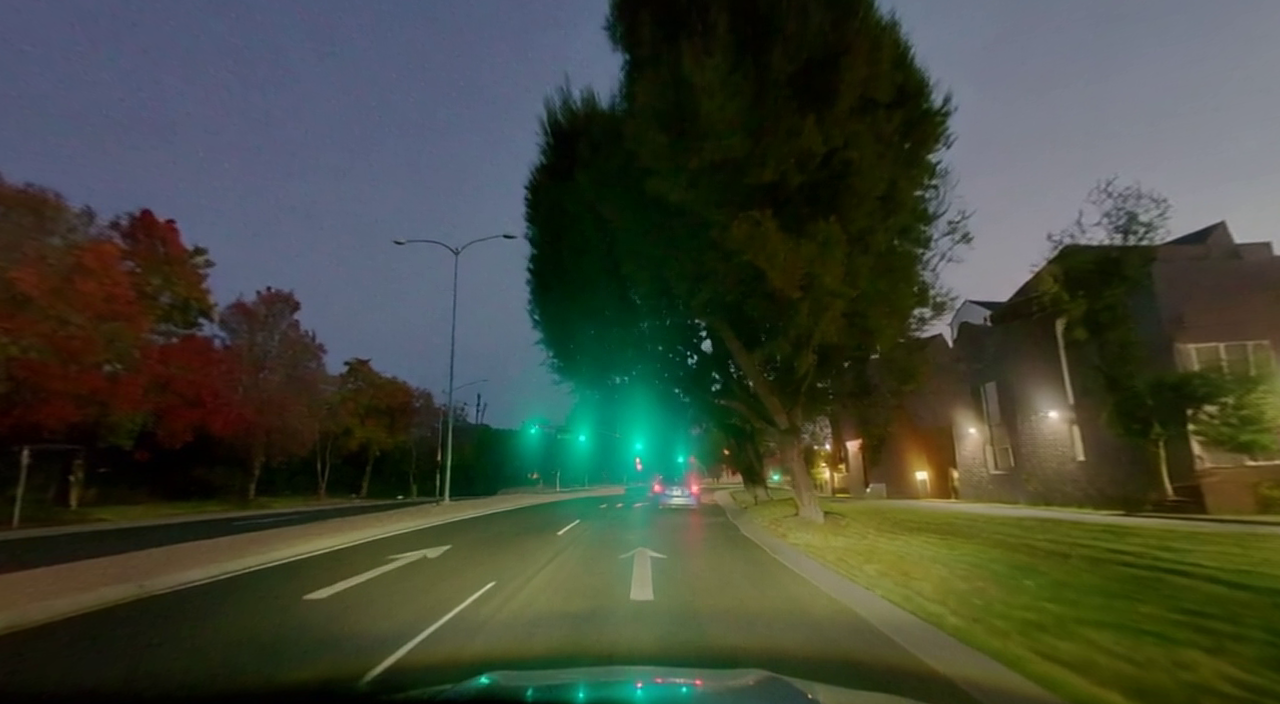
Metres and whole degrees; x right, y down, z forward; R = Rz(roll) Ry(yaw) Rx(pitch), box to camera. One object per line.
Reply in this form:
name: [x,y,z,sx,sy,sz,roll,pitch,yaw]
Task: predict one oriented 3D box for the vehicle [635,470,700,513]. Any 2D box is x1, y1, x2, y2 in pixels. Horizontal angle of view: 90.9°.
vehicle: [1.086,4.790,22.057,1.972,1.250,5.282,0,-10,6]
